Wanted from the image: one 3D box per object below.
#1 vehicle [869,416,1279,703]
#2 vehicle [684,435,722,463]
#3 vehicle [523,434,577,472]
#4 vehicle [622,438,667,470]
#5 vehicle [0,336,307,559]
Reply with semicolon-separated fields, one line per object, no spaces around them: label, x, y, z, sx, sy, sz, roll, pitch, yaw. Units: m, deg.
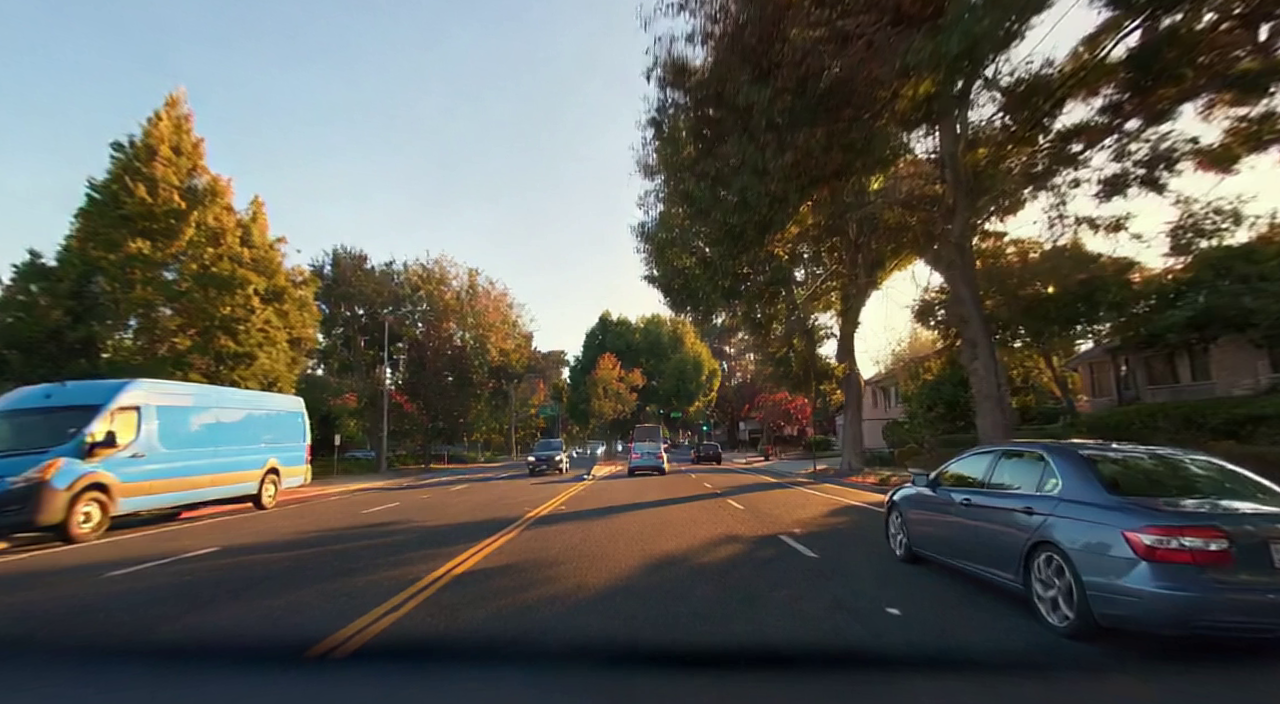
vehicle;3.619;1.330;4.957;1.973;1.447;4.402;0;-8;0
vehicle;4.408;6.834;44.719;2.187;1.847;4.553;0;-8;0
vehicle;-4.450;5.109;32.126;2.054;1.772;4.817;0;-8;0
vehicle;0.209;5.171;32.217;2.114;1.483;4.207;0;-8;0
vehicle;-10.889;2.096;13.692;2.754;3.338;8.405;0;-9;-1
